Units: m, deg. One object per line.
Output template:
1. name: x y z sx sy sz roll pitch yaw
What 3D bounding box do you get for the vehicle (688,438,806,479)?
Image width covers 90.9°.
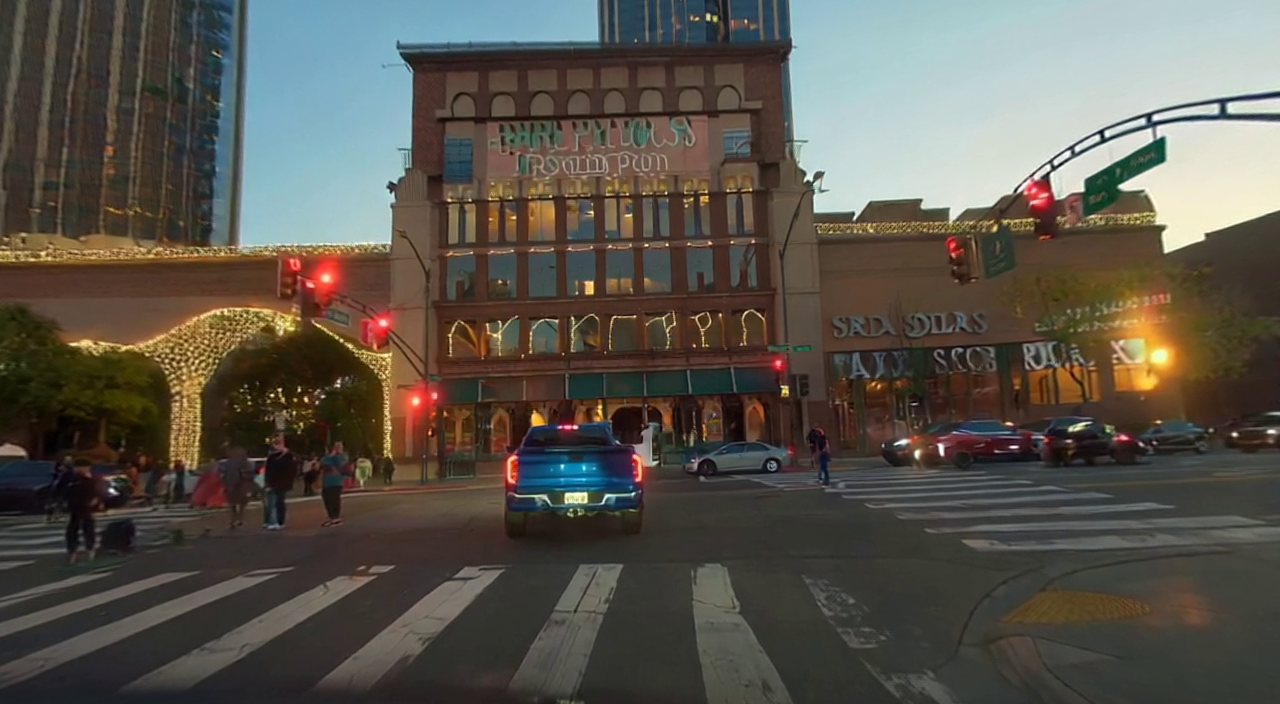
1. vehicle: 4.241 4.314 25.684 4.515 1.583 1.920 -1 -9 3

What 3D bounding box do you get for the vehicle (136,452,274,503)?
1. vehicle: -18.644 5.392 27.205 4.398 2.057 1.959 0 -9 -1

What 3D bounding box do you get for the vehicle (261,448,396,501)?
1. vehicle: -13.324 5.226 27.163 4.799 1.909 2.011 -3 -7 2

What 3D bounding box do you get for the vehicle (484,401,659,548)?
1. vehicle: -1.497 2.132 11.739 2.477 2.020 5.534 2 -9 -12

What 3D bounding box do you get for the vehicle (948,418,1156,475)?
1. vehicle: 11.566 2.692 17.931 4.600 1.506 1.878 0 -9 -1

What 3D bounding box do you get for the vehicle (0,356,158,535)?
1. vehicle: -22.353 2.682 18.278 13.729 4.662 3.300 0 -9 0
